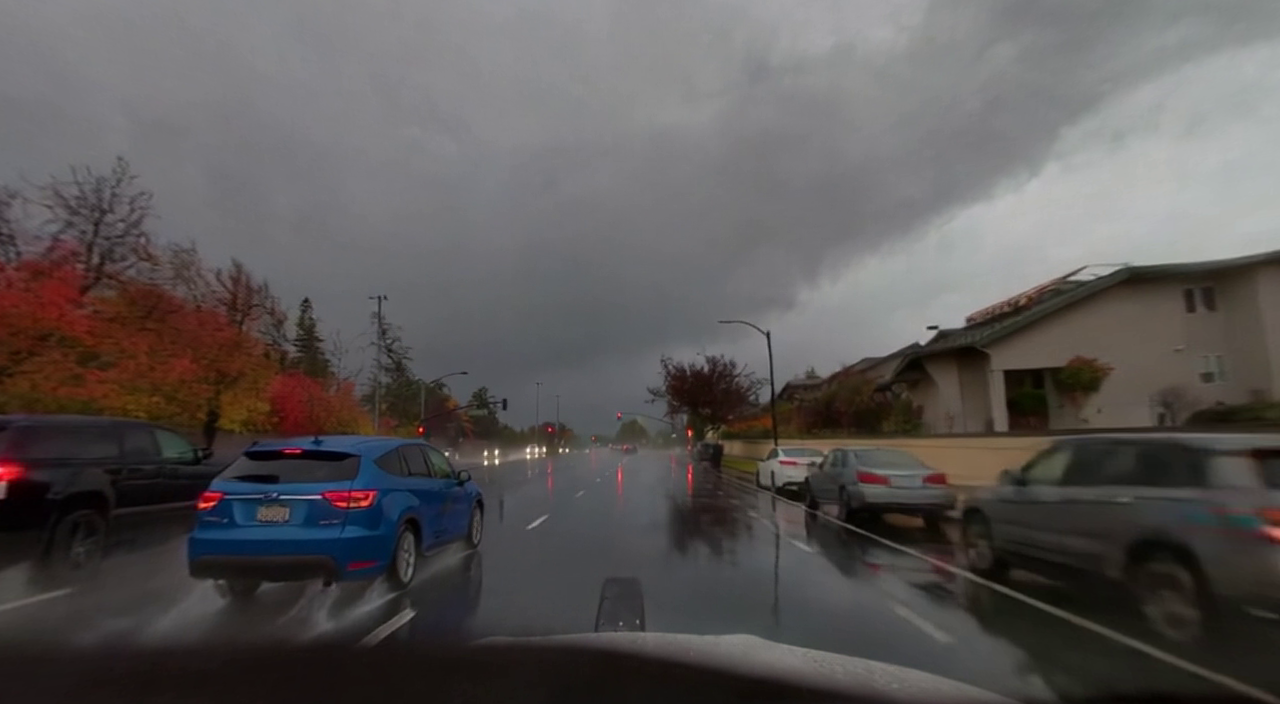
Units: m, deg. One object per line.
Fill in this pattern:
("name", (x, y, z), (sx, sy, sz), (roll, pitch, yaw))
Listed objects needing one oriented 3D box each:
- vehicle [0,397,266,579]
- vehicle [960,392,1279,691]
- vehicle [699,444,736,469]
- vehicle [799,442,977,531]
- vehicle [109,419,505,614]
("vehicle", (-7.147, 1.592, 8.003), (2.034, 1.711, 4.512), (1, -9, -1))
("vehicle", (4.687, 1.296, 4.925), (2.014, 1.700, 4.369), (1, -9, 0))
("vehicle", (4.879, 6.685, 40.372), (1.955, 1.499, 4.536), (0, -9, 2))
("vehicle", (4.828, 2.650, 13.134), (1.889, 1.491, 4.614), (0, -9, 1))
("vehicle", (-3.064, 1.610, 7.161), (1.982, 1.478, 4.465), (0, -9, 1))
